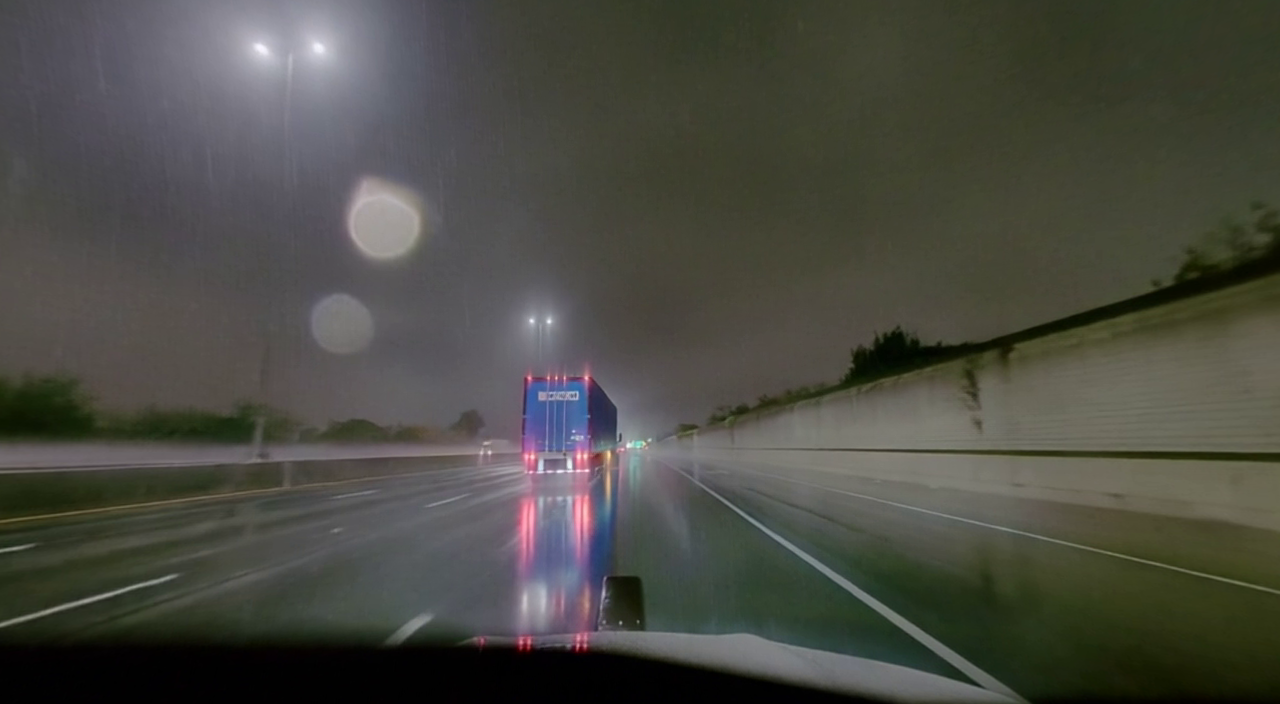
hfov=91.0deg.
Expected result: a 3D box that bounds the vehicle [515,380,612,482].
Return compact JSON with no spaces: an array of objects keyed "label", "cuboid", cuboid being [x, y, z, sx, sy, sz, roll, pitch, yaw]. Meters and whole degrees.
[{"label":"vehicle","cuboid":[-3.208,3.889,29.949,3.059,3.956,11.036,0,-9,1]}]
